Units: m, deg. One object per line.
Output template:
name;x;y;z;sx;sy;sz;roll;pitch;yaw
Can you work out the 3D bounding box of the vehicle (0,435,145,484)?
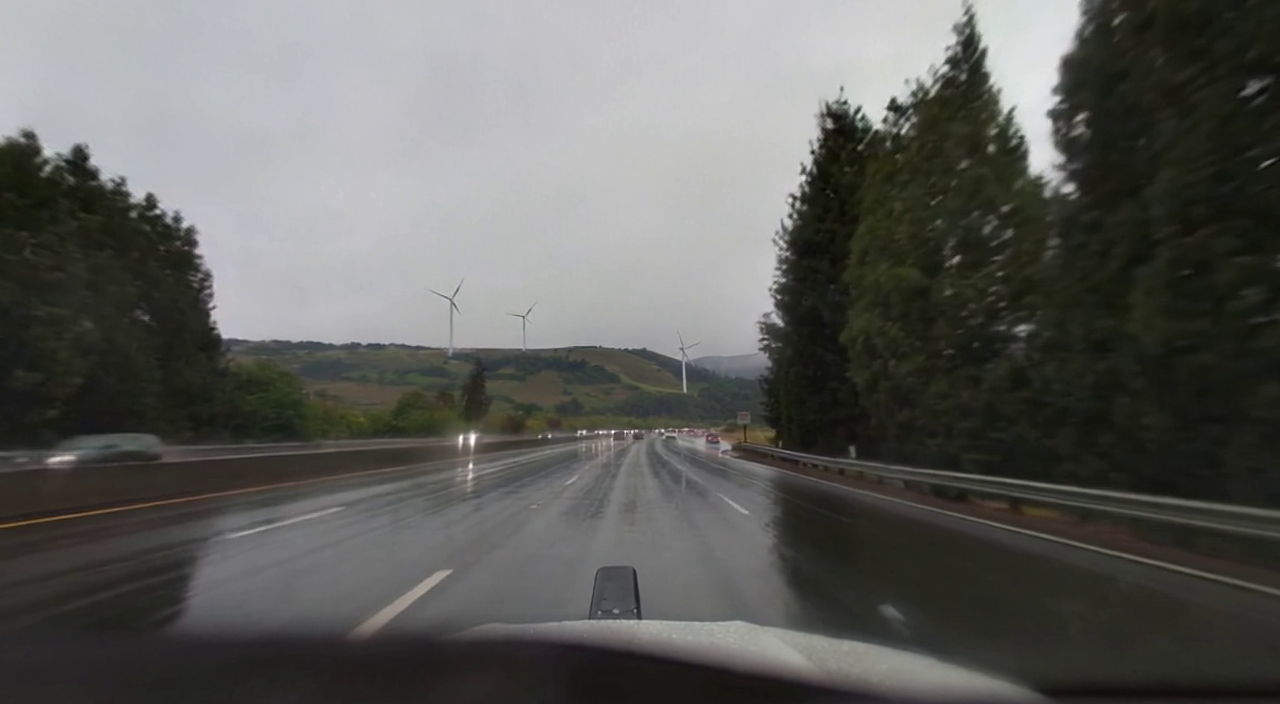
vehicle;-19.321;3.518;21.098;1.933;1.467;4.408;0;-8;0
